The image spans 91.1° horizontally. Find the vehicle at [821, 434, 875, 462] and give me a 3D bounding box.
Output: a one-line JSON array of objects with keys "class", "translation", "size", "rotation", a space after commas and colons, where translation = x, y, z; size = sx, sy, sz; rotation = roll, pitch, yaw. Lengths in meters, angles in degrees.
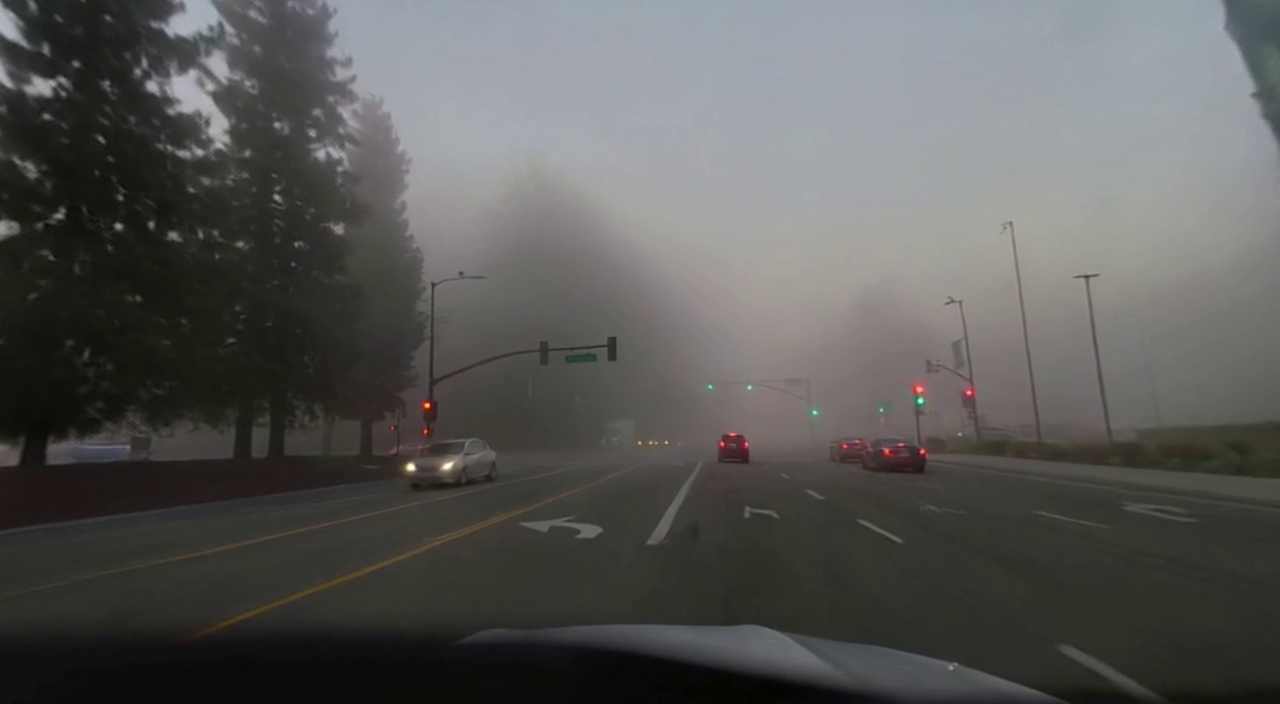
[{"class": "vehicle", "translation": [11.654, 5.388, 35.403], "size": [1.860, 1.460, 4.379], "rotation": [-1, -9, 5]}]

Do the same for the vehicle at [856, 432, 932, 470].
[{"class": "vehicle", "translation": [10.837, 4.262, 27.134], "size": [1.896, 1.463, 4.296], "rotation": [-1, -9, 6]}]

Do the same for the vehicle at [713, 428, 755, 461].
[{"class": "vehicle", "translation": [5.461, 5.482, 37.106], "size": [2.203, 1.801, 4.331], "rotation": [-1, -9, 5]}]

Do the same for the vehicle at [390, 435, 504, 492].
[{"class": "vehicle", "translation": [-6.241, 3.639, 20.857], "size": [2.016, 1.677, 4.147], "rotation": [-1, -9, 7]}]

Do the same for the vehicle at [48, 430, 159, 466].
[{"class": "vehicle", "translation": [-27.695, 5.032, 32.611], "size": [1.871, 1.703, 4.093], "rotation": [-2, -10, 5]}]
